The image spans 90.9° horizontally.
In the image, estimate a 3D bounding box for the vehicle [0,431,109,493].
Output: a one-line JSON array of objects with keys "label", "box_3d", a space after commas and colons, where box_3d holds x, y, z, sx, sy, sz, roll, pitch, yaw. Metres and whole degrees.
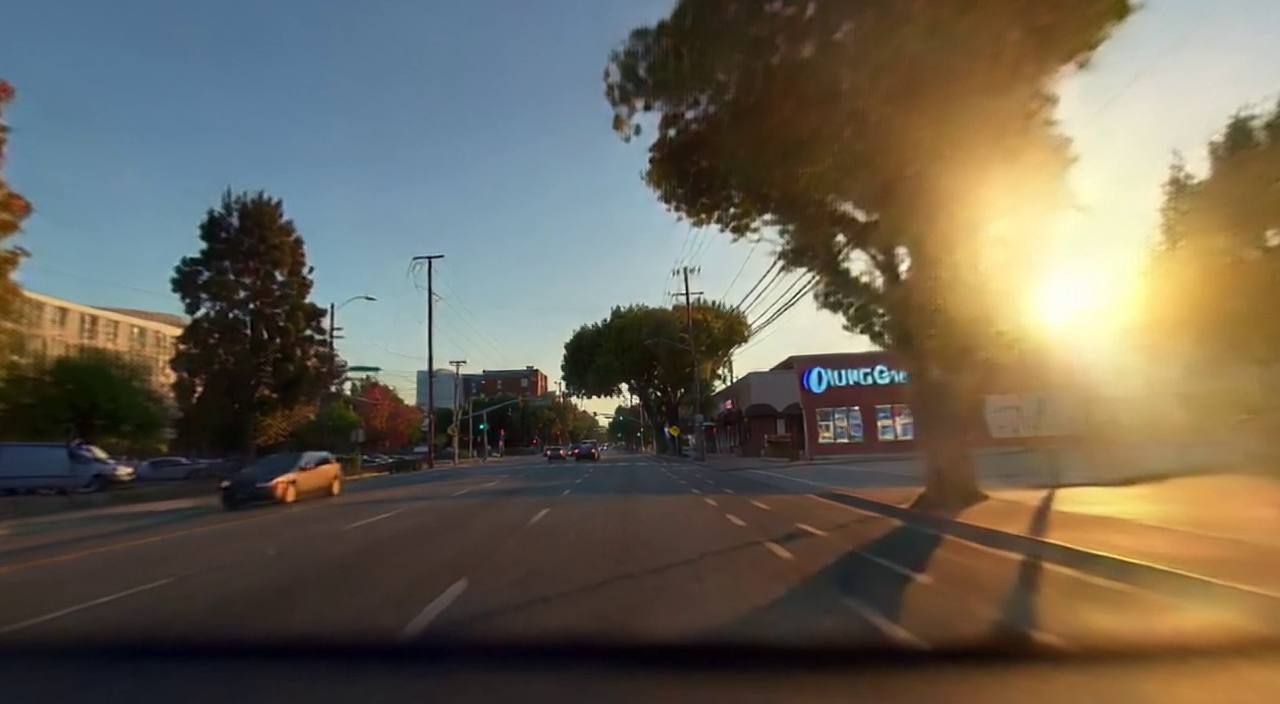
[{"label": "vehicle", "box_3d": [-40.447, 6.950, 40.072, 9.636, 3.788, 2.949, 2, -9, -10]}]
